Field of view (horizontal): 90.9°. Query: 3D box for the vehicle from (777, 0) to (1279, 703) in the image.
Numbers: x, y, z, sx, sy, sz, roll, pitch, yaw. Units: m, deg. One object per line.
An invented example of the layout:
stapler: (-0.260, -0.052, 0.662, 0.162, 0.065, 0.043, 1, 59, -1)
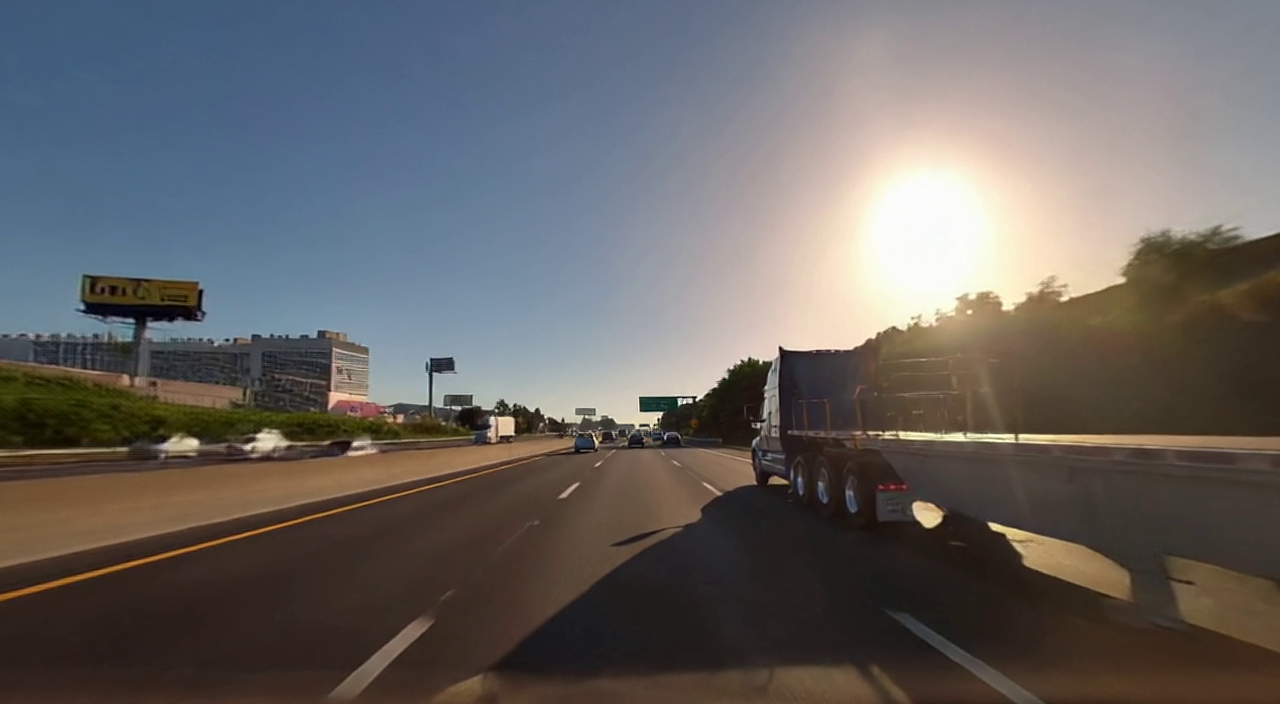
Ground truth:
vehicle: (3.794, -0.009, 4.320, 2.871, 3.815, 11.331, 0, -8, -1)

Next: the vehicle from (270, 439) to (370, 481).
vehicle: (-11.832, 3.978, 23.569, 1.850, 1.406, 3.498, 0, -8, 1)

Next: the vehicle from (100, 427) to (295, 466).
vehicle: (-33.415, 7.298, 49.533, 2.569, 2.479, 17.762, 0, -8, 1)

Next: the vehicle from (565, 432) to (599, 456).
vehicle: (-3.692, 5.965, 40.943, 1.930, 1.484, 3.849, 0, -8, -1)
